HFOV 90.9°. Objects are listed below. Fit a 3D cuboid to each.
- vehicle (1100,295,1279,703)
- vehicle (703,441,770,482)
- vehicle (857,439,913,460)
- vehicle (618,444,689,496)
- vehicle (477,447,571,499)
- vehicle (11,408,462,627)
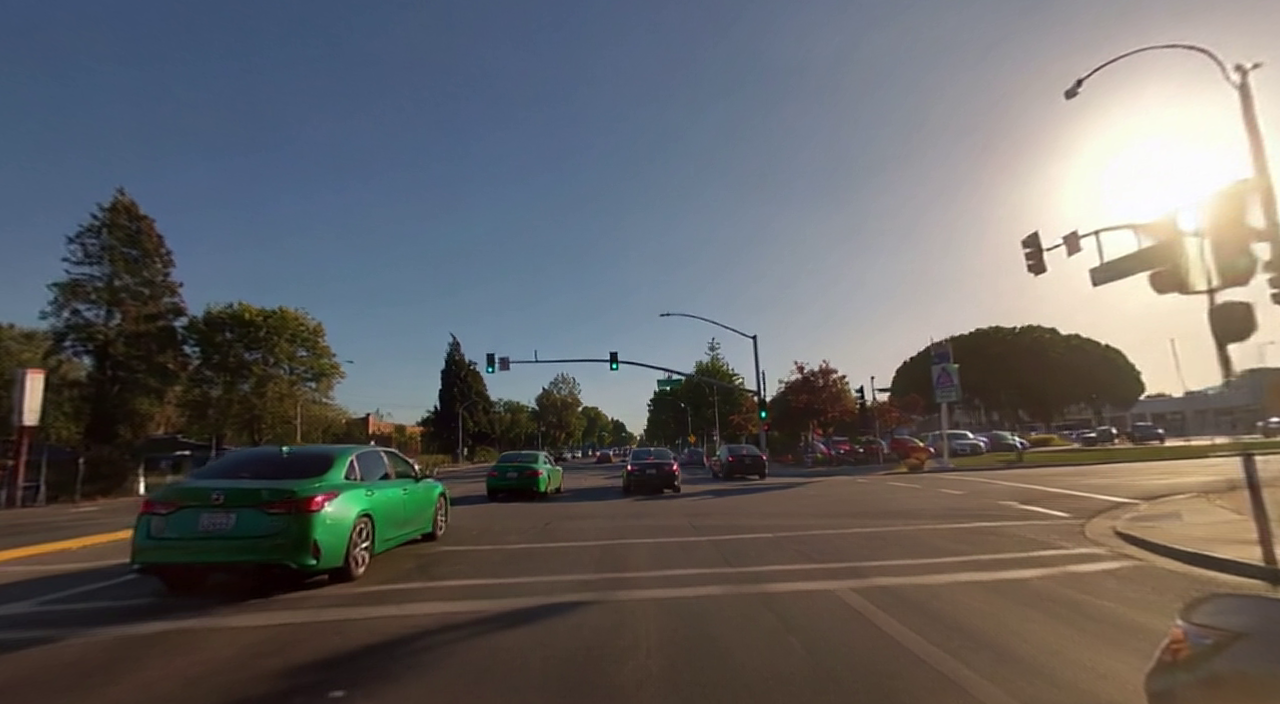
[{"bbox_3d":[3.263,0.478,0.732,1.992,1.805,4.549,0,-9,0],"label":"vehicle"},{"bbox_3d":[3.772,4.344,25.351,1.920,1.479,4.548,0,-9,-1],"label":"vehicle"},{"bbox_3d":[18.183,7.248,47.001,2.081,1.482,4.860,0,-9,-2],"label":"vehicle"},{"bbox_3d":[0.442,3.630,19.750,1.994,1.433,3.894,0,-9,2],"label":"vehicle"},{"bbox_3d":[-3.505,3.749,19.973,1.995,1.436,4.500,0,-9,2],"label":"vehicle"},{"bbox_3d":[-3.837,1.660,7.401,2.023,1.687,4.874,0,-9,0],"label":"vehicle"}]
